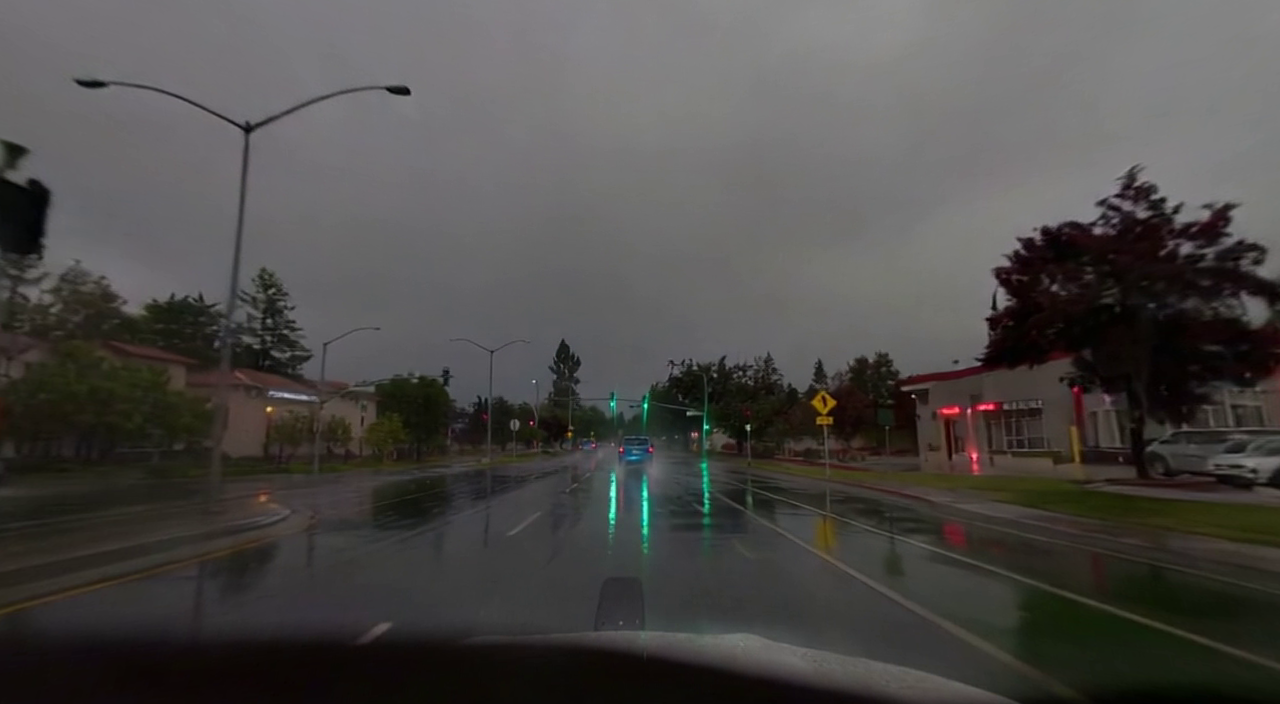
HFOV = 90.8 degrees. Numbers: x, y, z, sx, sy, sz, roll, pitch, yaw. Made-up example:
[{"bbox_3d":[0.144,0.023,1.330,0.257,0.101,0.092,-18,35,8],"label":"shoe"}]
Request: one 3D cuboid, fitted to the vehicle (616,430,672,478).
[{"bbox_3d":[0.128,4.553,28.381,2.273,1.909,5.075,0,-9,-1],"label":"vehicle"}]
